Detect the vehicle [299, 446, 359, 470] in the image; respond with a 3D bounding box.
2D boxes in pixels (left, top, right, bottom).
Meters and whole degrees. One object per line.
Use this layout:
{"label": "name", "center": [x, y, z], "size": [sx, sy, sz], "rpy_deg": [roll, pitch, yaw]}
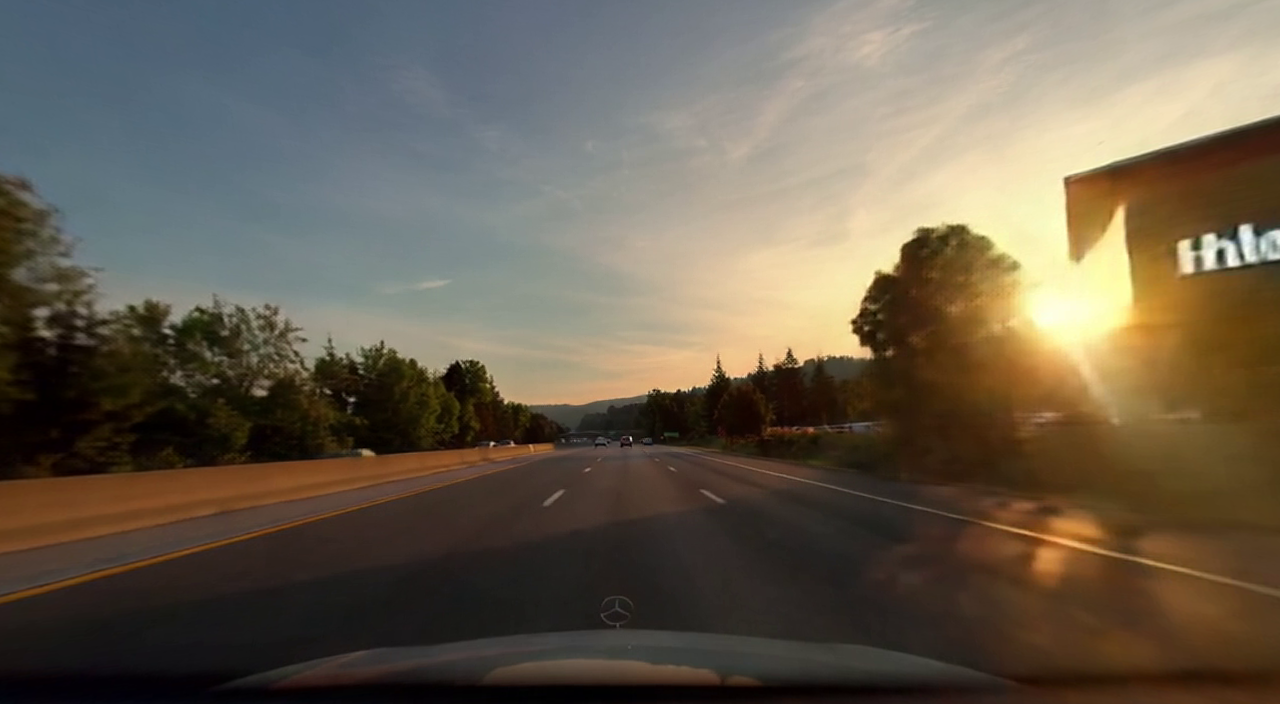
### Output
{"label": "vehicle", "center": [-20.586, 7.000, 41.861], "size": [1.957, 1.464, 4.090], "rpy_deg": [0, -8, -1]}
